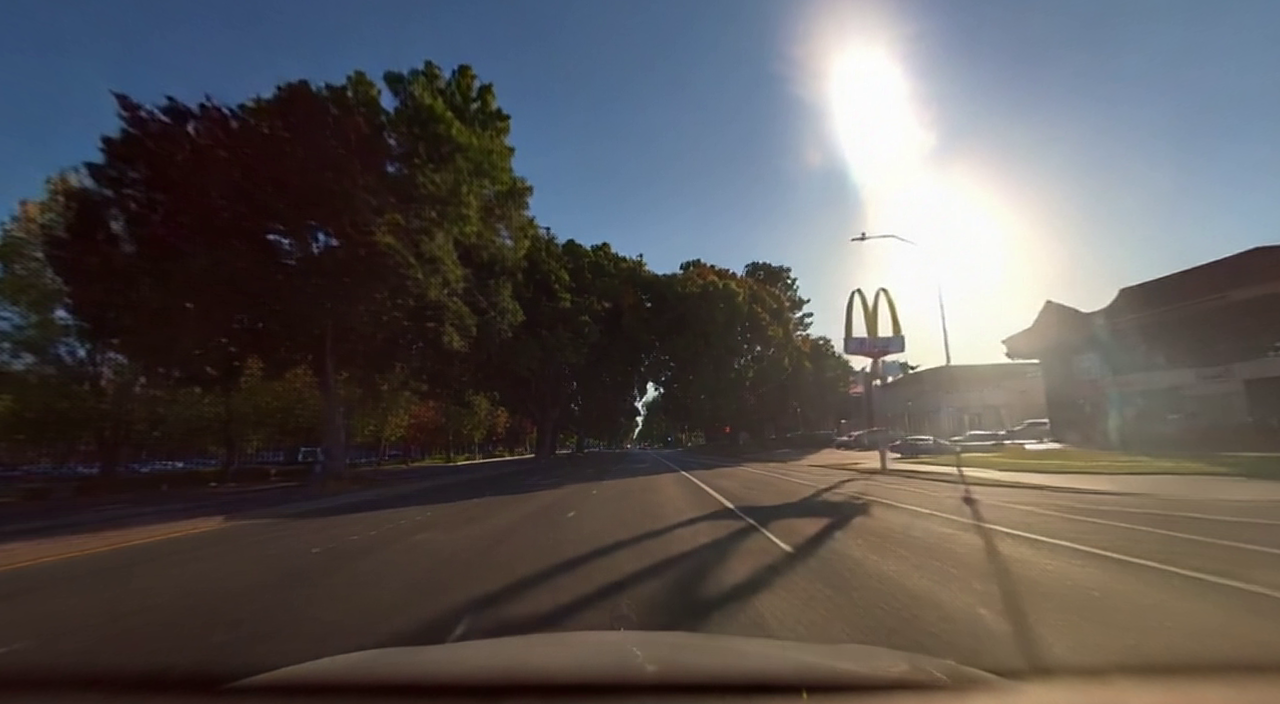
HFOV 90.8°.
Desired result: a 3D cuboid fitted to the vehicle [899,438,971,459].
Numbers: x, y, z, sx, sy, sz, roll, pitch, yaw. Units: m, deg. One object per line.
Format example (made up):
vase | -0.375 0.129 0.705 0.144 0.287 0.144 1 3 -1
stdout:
vehicle | 22.311 7.277 47.834 4.373 1.532 2.071 0 -8 -1
